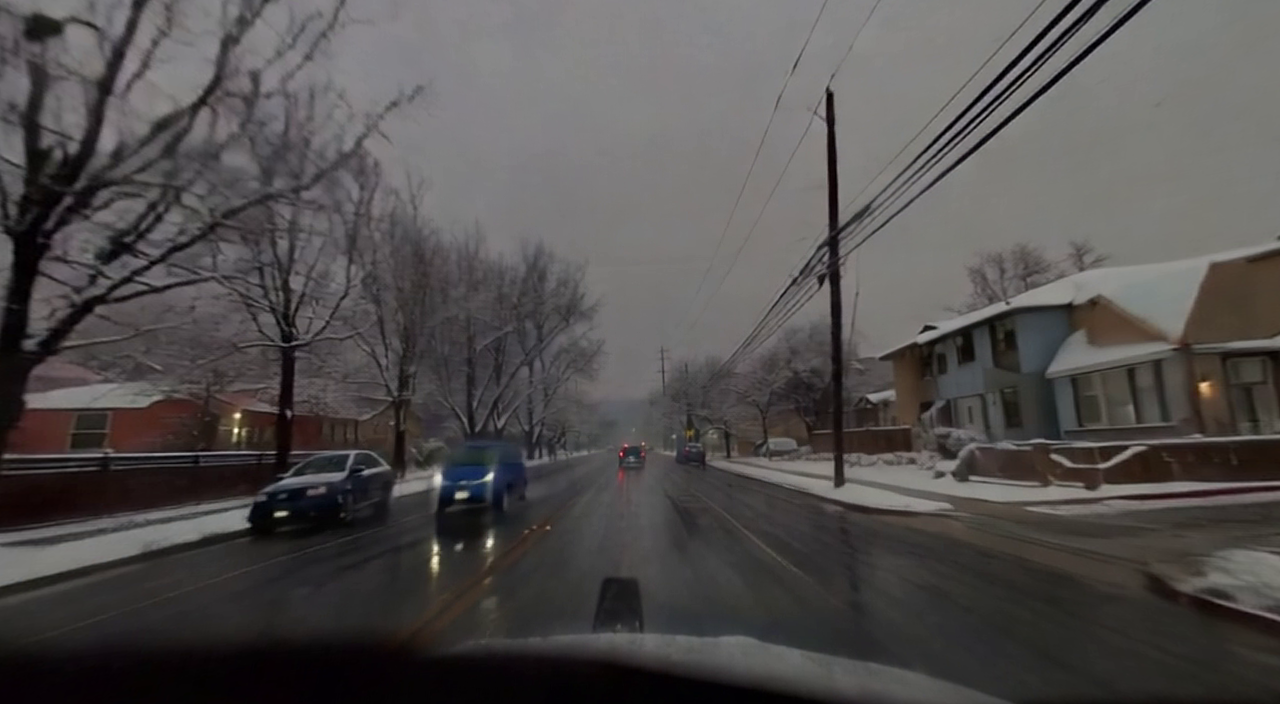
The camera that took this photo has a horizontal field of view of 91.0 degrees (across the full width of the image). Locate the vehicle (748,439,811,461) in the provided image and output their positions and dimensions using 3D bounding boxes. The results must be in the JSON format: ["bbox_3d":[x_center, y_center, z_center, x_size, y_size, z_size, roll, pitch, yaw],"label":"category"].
[{"bbox_3d":[10.929,7.723,49.584,4.467,1.727,2.009,0,-9,-1],"label":"vehicle"}]

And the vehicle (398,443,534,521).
[{"bbox_3d":[-3.854,2.934,14.829,2.022,1.534,4.320,0,-8,-1],"label":"vehicle"}]

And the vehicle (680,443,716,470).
[{"bbox_3d":[3.795,6.886,41.606,1.895,1.640,4.090,0,-9,-1],"label":"vehicle"}]

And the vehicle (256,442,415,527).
[{"bbox_3d":[-7.675,3.401,16.478,2.022,1.795,4.337,-3,-10,0],"label":"vehicle"}]

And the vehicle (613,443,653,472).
[{"bbox_3d":[-0.393,5.861,35.235,2.104,1.500,3.815,0,-8,-1],"label":"vehicle"}]
